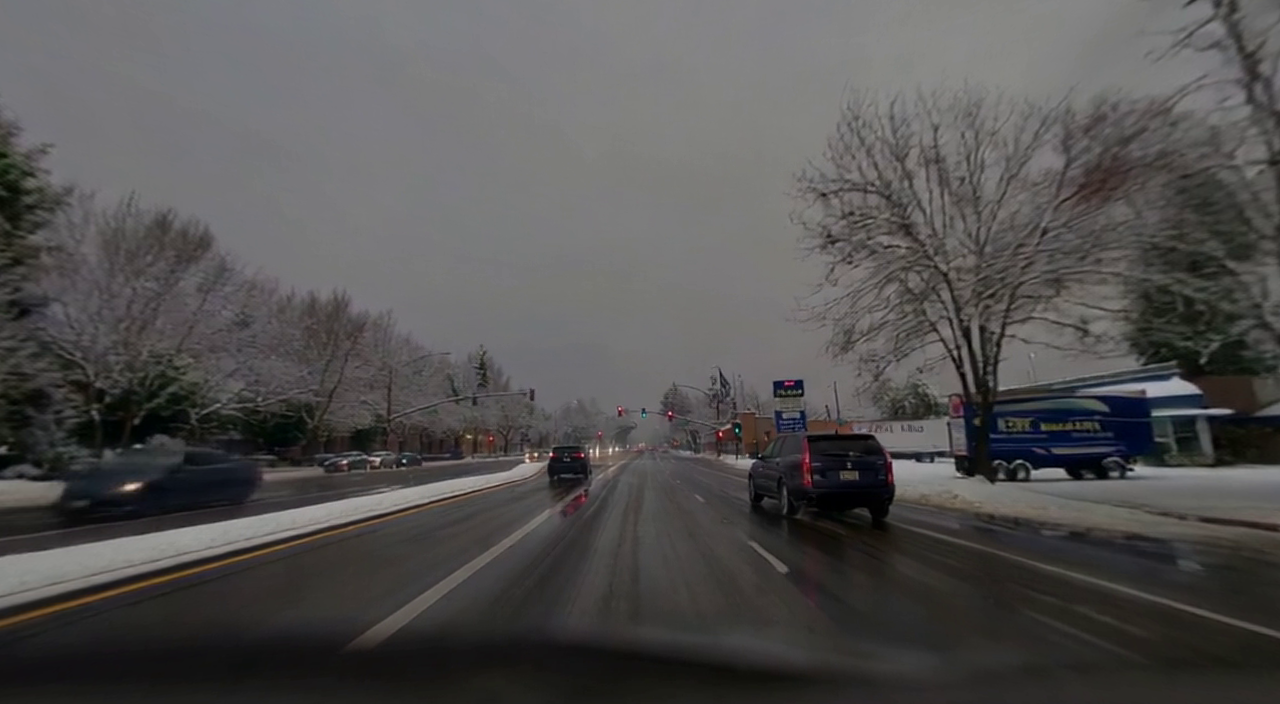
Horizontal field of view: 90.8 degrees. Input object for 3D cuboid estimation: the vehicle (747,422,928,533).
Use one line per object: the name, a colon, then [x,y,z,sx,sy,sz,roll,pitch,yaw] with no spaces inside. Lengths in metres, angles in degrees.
vehicle: [3.451,2.286,12.039,1.982,1.711,4.276,0,-9,-1]

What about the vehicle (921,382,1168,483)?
vehicle: [14.640,2.979,23.263,7.195,3.468,2.597,0,-9,-3]

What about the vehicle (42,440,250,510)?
vehicle: [-14.649,3.635,19.262,2.227,1.768,5.034,-1,-9,1]

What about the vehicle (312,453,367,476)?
vehicle: [-22.181,8.295,46.812,2.045,1.536,3.911,0,-9,2]

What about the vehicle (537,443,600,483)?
vehicle: [-2.800,4.436,25.511,2.034,1.498,3.995,0,-9,0]
